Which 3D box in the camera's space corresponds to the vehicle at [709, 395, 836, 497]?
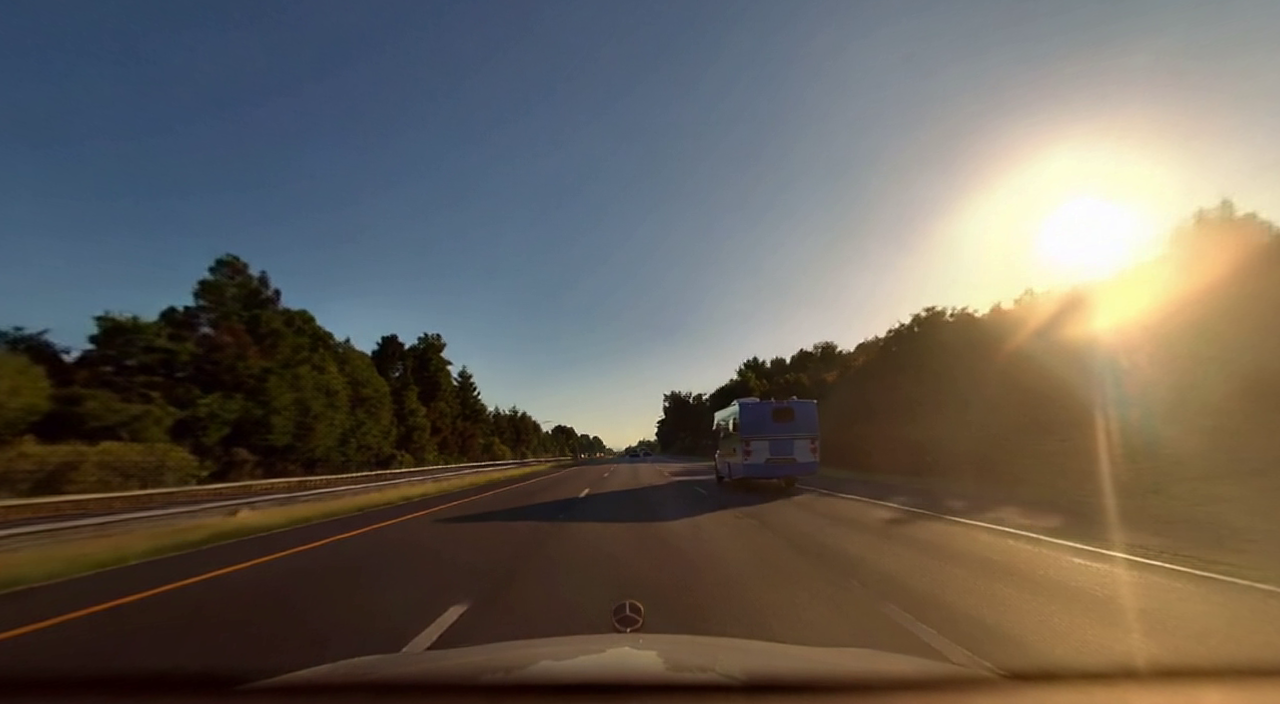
[{"bbox_3d":[3.967,3.057,20.430,2.556,2.763,6.287,0,-9,-2],"label":"vehicle"}]
